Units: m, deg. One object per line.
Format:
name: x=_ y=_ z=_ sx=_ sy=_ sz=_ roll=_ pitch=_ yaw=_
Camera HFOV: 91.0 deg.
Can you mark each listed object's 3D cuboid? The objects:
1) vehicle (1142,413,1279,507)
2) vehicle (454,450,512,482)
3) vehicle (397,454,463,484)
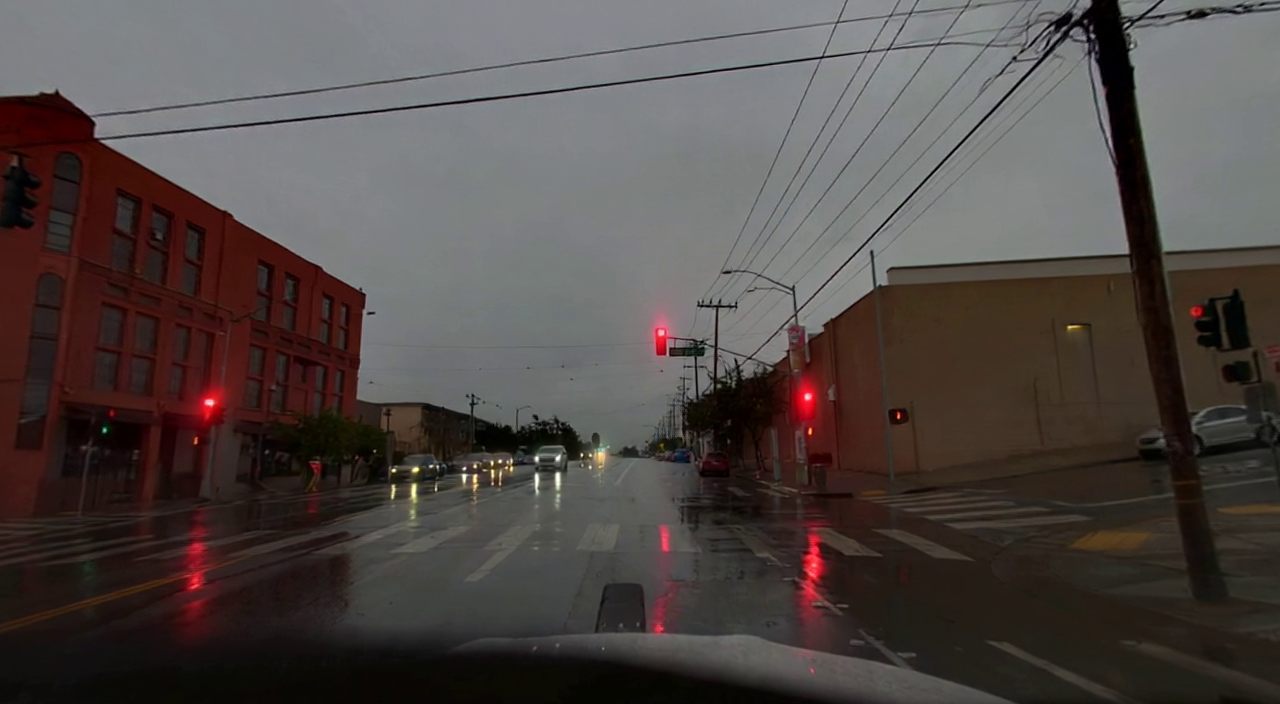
vehicle: x=12.745 y=2.173 z=12.826 sx=3.234 sy=1.746 sz=1.941 roll=-1 pitch=-9 yaw=1
vehicle: x=-8.702 y=6.313 z=35.216 sx=2.020 sy=1.672 sz=3.842 roll=0 pitch=-9 yaw=3
vehicle: x=-12.000 y=6.693 z=36.298 sx=1.943 sy=1.574 sz=4.727 roll=0 pitch=-9 yaw=3
